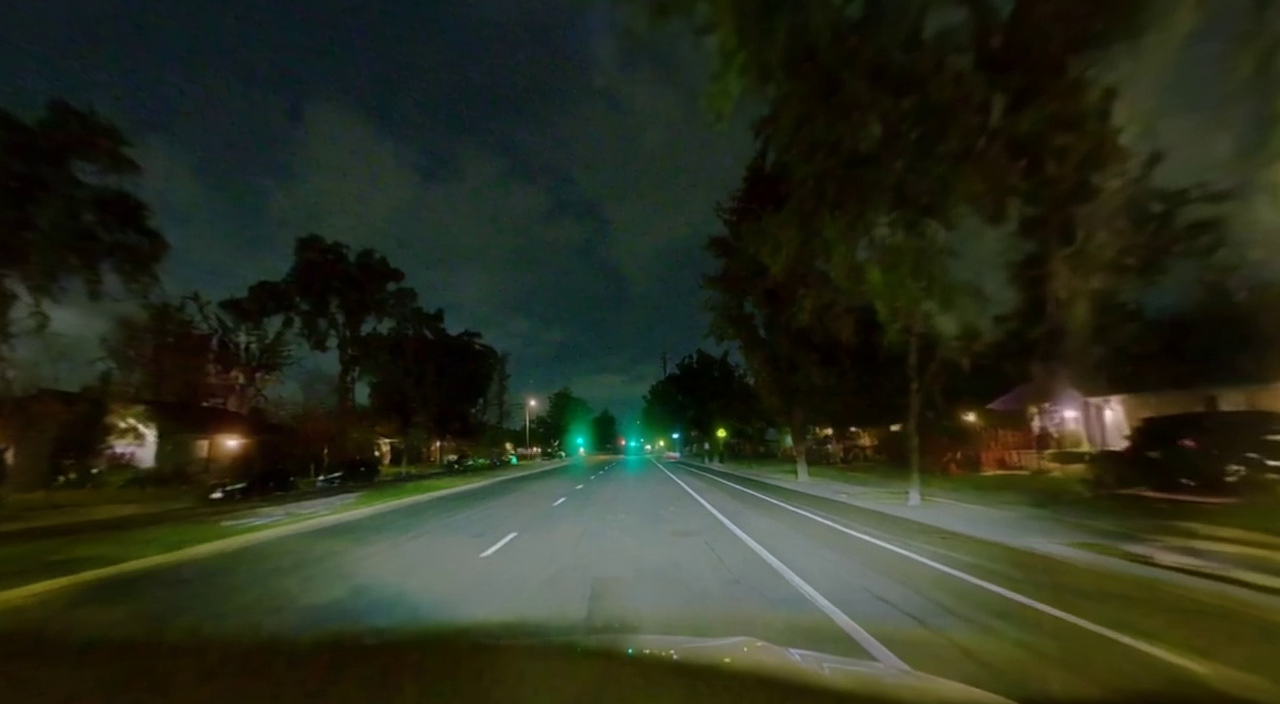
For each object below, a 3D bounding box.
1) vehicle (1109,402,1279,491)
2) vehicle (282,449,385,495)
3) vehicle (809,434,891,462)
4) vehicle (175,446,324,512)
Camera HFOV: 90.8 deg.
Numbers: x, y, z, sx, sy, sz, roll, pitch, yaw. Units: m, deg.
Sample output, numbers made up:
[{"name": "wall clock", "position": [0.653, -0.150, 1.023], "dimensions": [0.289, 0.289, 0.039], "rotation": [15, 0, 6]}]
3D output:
[{"name": "vehicle", "position": [13.344, 2.038, 13.683], "dimensions": [4.577, 1.770, 2.006], "rotation": [-3, -9, 17]}, {"name": "vehicle", "position": [-12.611, 4.924, 26.356], "dimensions": [2.110, 1.709, 4.426], "rotation": [0, -8, -1]}, {"name": "vehicle", "position": [13.633, 6.256, 41.235], "dimensions": [4.629, 1.770, 1.959], "rotation": [0, -8, 0]}, {"name": "vehicle", "position": [-12.600, 4.068, 20.845], "dimensions": [2.003, 1.804, 4.554], "rotation": [-1, -7, 0]}]
